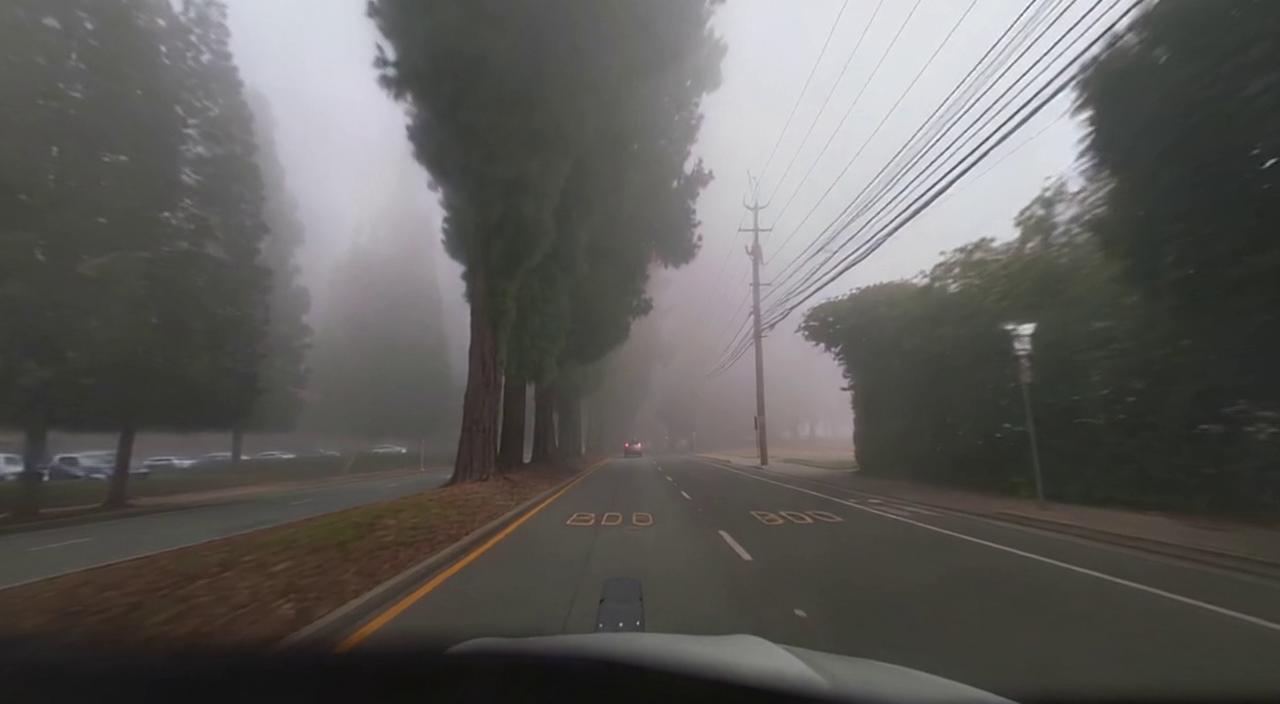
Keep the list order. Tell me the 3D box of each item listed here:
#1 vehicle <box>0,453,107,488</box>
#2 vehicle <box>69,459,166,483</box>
[{"bbox_3d":[-33.939,6.775,36.125,5.051,1.657,2.023,-3,-8,0],"label":"vehicle"},{"bbox_3d":[-34.138,7.763,41.366,4.499,1.448,1.915,0,-8,-3],"label":"vehicle"}]
